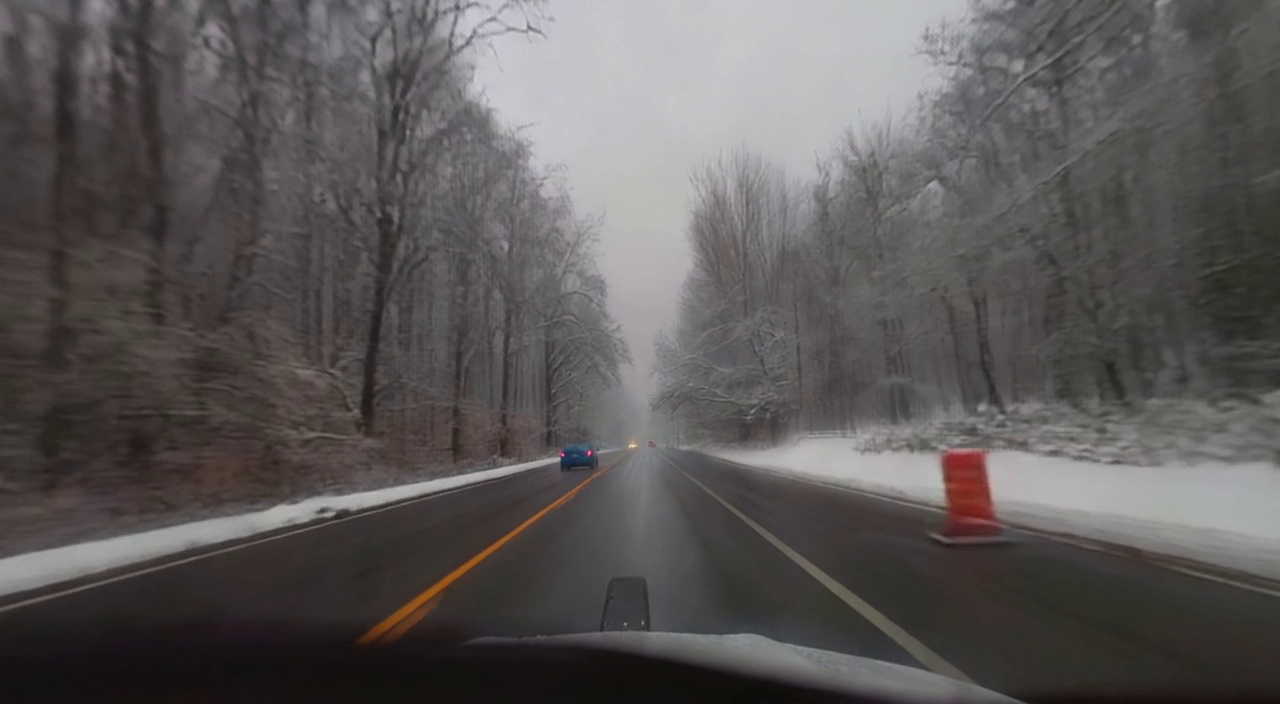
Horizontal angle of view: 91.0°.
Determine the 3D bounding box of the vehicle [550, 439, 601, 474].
[{"bbox_3d":[-2.947,4.857,29.421,1.902,1.505,4.016,0,-8,1],"label":"vehicle"}]
